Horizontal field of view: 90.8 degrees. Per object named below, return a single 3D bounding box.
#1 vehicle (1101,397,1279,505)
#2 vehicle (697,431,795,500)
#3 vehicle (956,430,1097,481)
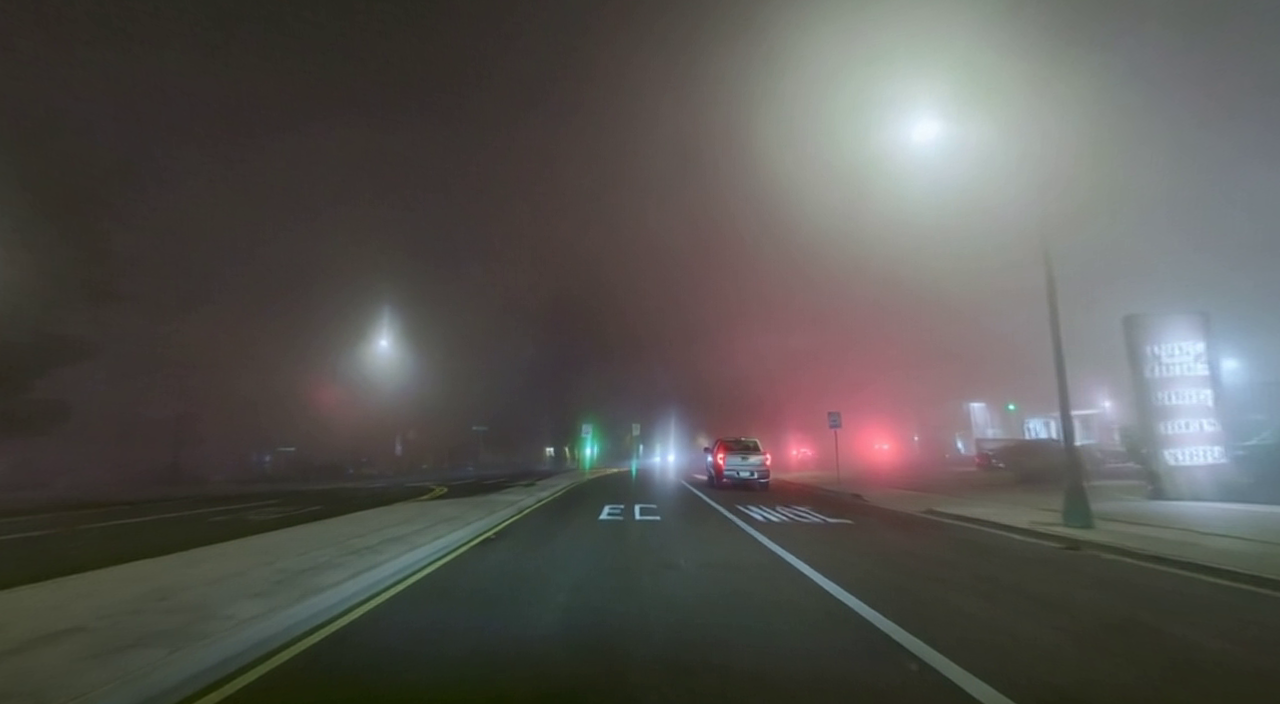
[{"bbox_3d":[15.705,2.541,14.842,7.551,2.142,2.896,4,-10,-1],"label":"vehicle"},{"bbox_3d":[3.234,3.612,20.687,2.402,1.922,5.677,0,-8,2],"label":"vehicle"},{"bbox_3d":[17.217,4.633,28.384,4.765,1.678,2.228,-5,-3,6],"label":"vehicle"}]
